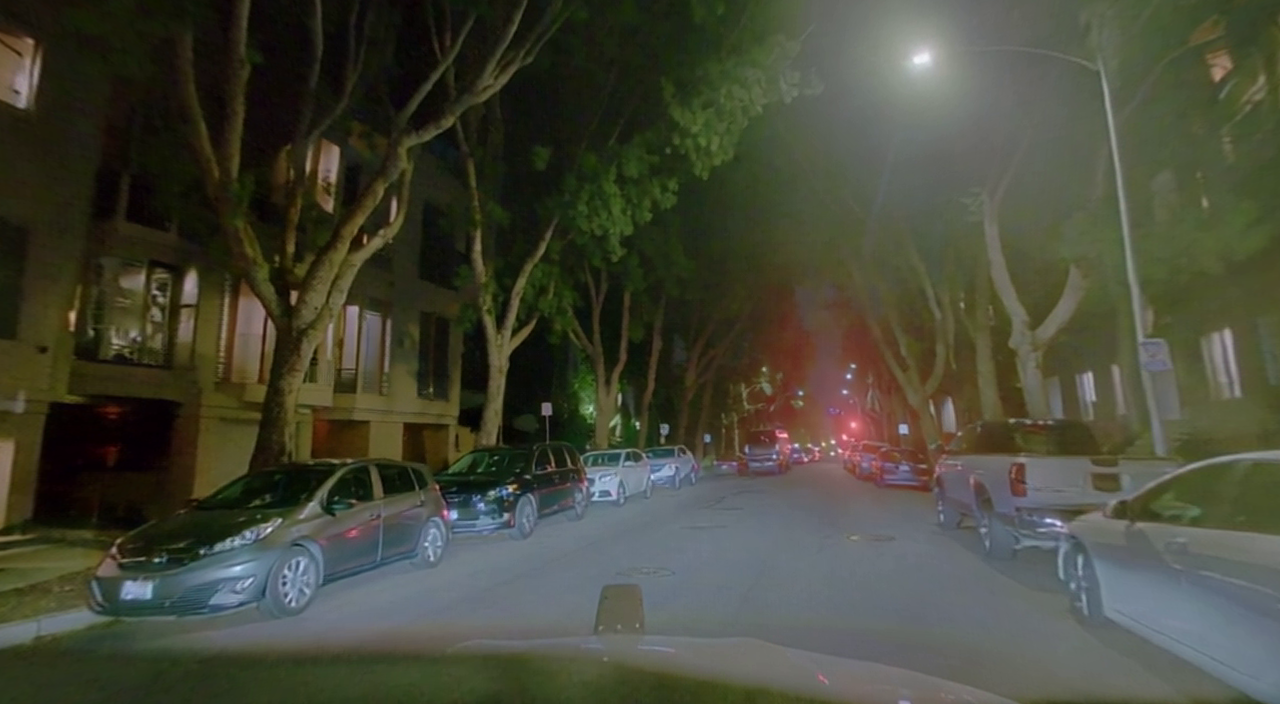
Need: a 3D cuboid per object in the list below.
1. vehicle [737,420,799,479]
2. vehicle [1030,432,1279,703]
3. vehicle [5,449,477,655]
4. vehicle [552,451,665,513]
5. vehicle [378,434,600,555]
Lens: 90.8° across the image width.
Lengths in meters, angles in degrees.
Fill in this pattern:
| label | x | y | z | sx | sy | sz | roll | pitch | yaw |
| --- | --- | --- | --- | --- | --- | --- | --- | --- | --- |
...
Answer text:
| label | x | y | z | sx | sy | sz | roll | pitch | yaw |
| --- | --- | --- | --- | --- | --- | --- | --- | --- | --- |
| vehicle | 7.209 | 5.358 | 34.839 | 2.716 | 2.887 | 6.781 | -2 | -9 | 16 |
| vehicle | 4.105 | 1.180 | 3.422 | 1.992 | 1.456 | 4.610 | -2 | -9 | 14 |
| vehicle | -3.784 | 1.875 | 7.187 | 1.855 | 1.510 | 4.406 | -2 | -9 | 13 |
| vehicle | -0.740 | 3.648 | 18.310 | 1.861 | 1.474 | 4.749 | -2 | -9 | 15 |
| vehicle | -2.549 | 2.557 | 12.322 | 2.203 | 1.815 | 4.972 | -2 | -9 | 12 |
